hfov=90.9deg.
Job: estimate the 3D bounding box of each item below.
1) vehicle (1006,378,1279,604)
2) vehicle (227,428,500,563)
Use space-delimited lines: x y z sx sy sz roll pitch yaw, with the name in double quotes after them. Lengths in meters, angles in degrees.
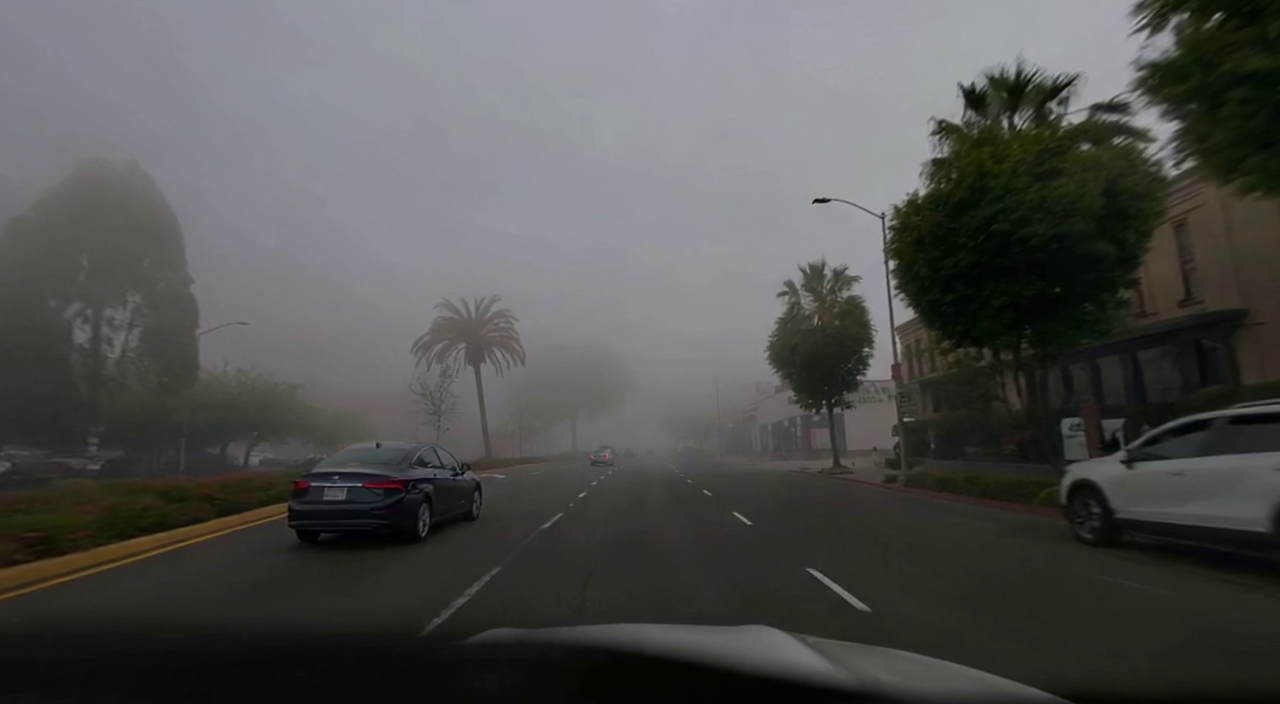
6.444 1.246 5.843 2.214 1.865 6.549 0 -9 0 "vehicle"
-3.642 1.970 9.440 2.032 1.511 4.424 0 -9 1 "vehicle"
